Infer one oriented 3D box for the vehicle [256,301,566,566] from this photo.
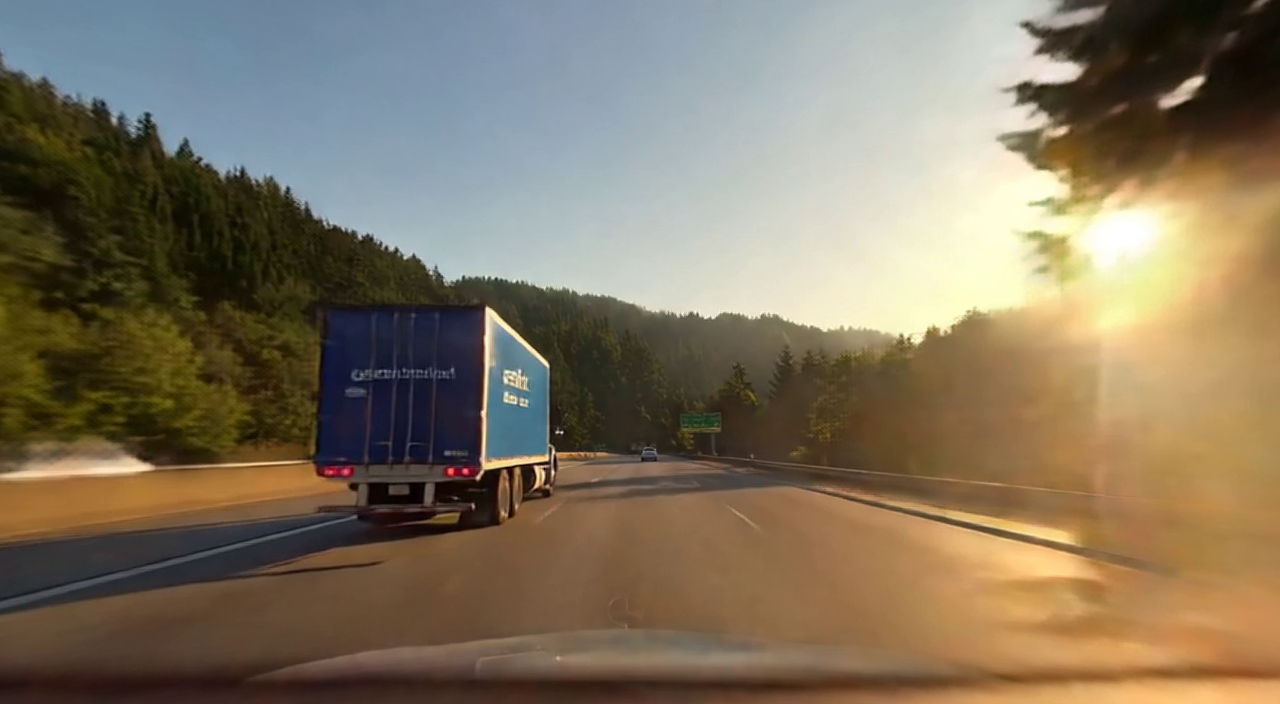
[{"bbox_3d":[-3.107,1.454,10.988,2.695,3.151,6.885,0,-9,1],"label":"vehicle"}]
